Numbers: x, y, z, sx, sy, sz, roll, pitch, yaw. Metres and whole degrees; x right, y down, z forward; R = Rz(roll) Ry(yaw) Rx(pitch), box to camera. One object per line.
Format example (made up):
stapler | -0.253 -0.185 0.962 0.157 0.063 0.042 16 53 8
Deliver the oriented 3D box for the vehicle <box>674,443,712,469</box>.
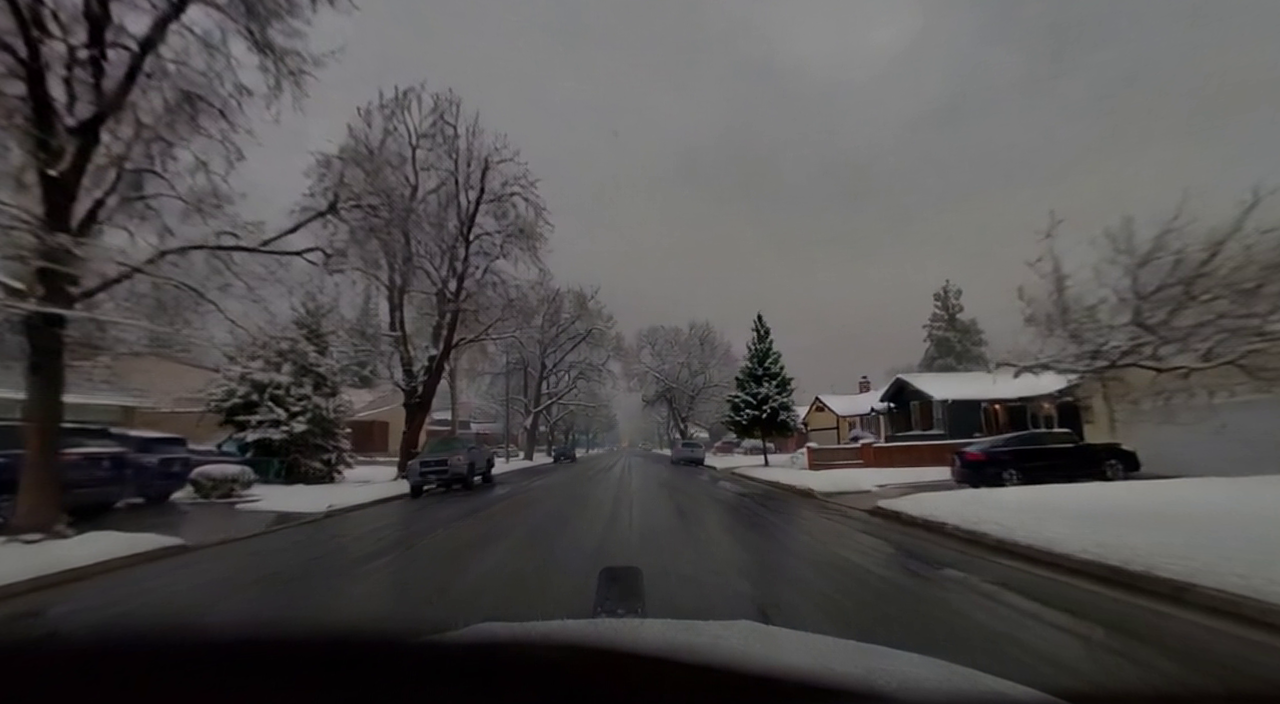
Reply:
vehicle | 3.458 6.823 41.687 1.996 1.585 4.371 0 -8 -2

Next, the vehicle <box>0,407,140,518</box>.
vehicle | -12.249 2.007 11.387 2.006 1.925 5.163 -2 -9 4

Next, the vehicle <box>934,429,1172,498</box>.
vehicle | 9.986 2.711 15.547 4.497 1.564 1.948 0 -8 -2

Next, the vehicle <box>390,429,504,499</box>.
vehicle | -5.995 3.524 20.384 2.341 1.942 5.044 0 -8 -3
